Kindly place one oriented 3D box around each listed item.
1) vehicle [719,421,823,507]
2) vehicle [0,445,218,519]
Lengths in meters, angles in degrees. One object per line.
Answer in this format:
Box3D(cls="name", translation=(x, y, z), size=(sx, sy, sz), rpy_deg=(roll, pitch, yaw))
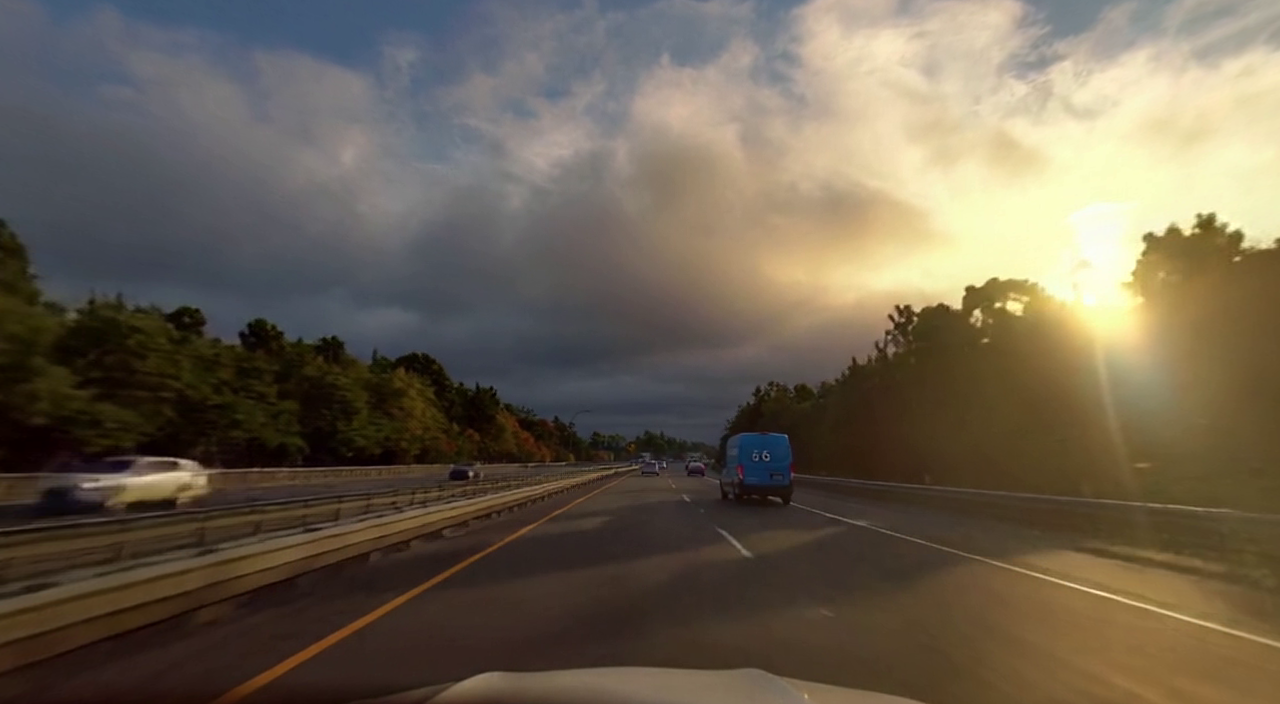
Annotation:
Box3D(cls="vehicle", translation=(4.387, 3.971, 22.315), size=(2.366, 2.595, 5.793), rpy_deg=(1, -11, 0))
Box3D(cls="vehicle", translation=(-12.728, 3.061, 15.119), size=(1.917, 1.465, 4.638), rpy_deg=(1, -11, 0))
